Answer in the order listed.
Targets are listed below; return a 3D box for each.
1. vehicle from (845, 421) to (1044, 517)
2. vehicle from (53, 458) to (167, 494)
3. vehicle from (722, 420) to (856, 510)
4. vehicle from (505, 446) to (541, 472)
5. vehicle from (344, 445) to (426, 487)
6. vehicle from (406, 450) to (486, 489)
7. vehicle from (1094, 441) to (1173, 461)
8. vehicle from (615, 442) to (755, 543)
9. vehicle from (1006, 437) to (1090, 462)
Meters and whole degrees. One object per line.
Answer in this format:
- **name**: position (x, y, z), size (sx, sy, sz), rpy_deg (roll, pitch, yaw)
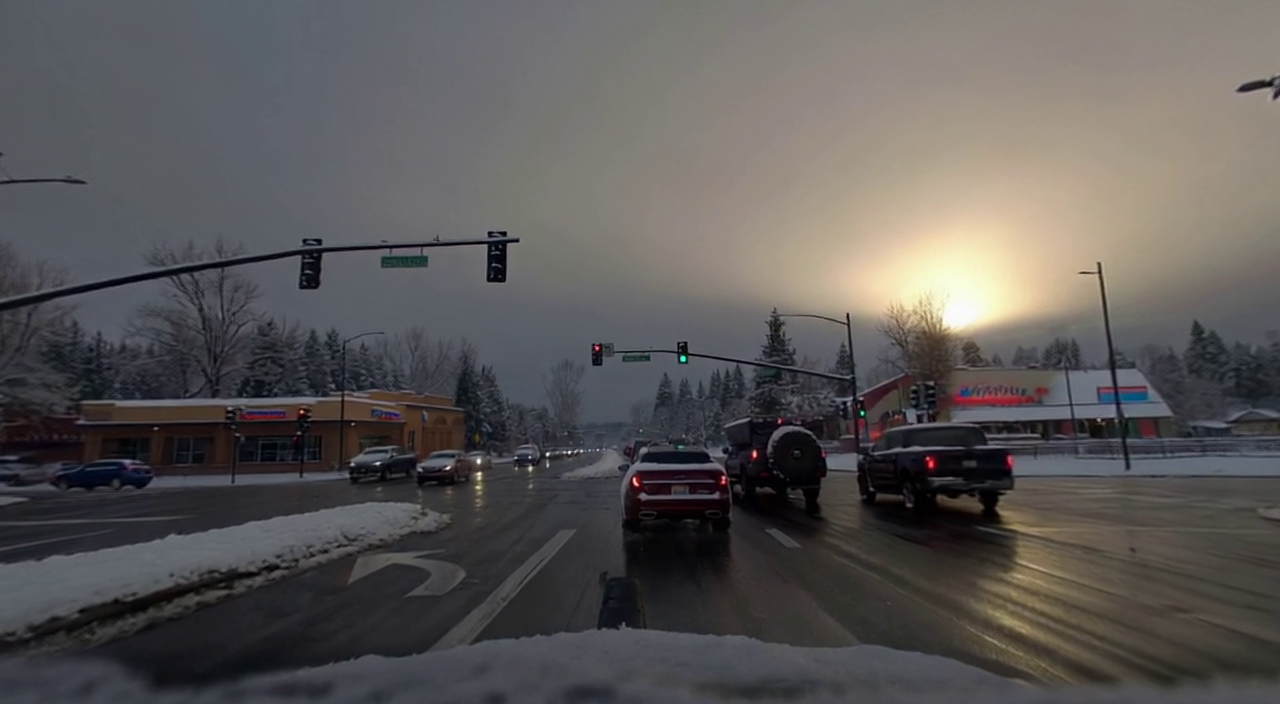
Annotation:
- **vehicle**: position (7.299, 2.870, 16.026), size (2.323, 2.009, 5.266), rpy_deg (0, -8, -1)
- **vehicle**: position (-29.047, 6.783, 34.625), size (4.789, 1.828, 2.025), rpy_deg (-2, -9, 11)
- **vehicle**: position (3.868, 3.059, 17.590), size (2.358, 2.116, 5.328), rpy_deg (0, -8, -1)
- **vehicle**: position (-8.418, 7.714, 45.791), size (1.904, 1.789, 4.021), rpy_deg (0, -8, -1)
- **vehicle**: position (-12.157, 5.416, 30.405), size (1.991, 1.844, 4.393), rpy_deg (0, -8, 2)
- **vehicle**: position (-8.136, 4.940, 26.897), size (2.002, 1.469, 4.301), rpy_deg (0, -8, 0)
- **vehicle**: position (36.363, 7.315, 46.538), size (4.230, 1.449, 1.782), rpy_deg (0, -8, 1)
- **vehicle**: position (0.596, 2.328, 11.115), size (2.038, 1.447, 3.756), rpy_deg (0, -8, -2)
- **vehicle**: position (31.403, 7.536, 48.653), size (4.885, 1.883, 2.107), rpy_deg (0, -8, 1)
